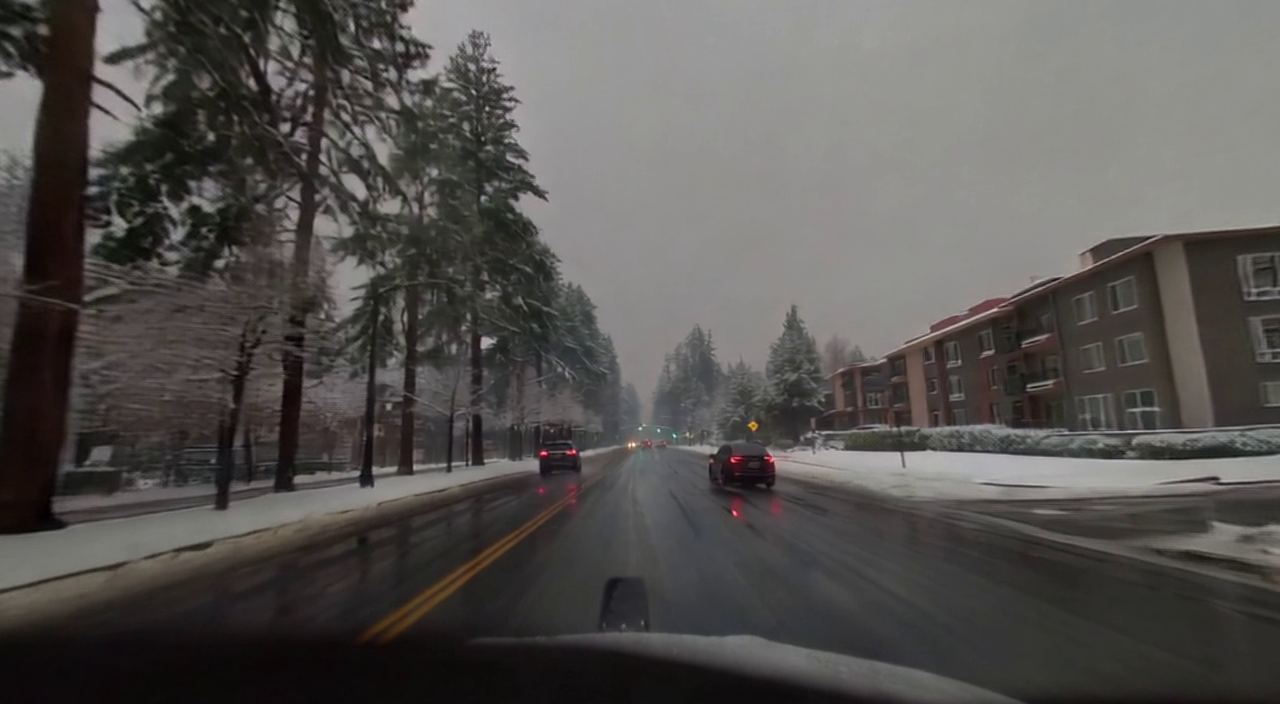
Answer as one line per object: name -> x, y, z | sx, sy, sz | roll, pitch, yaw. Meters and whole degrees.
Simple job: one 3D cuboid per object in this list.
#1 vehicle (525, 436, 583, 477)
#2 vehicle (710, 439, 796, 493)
vehicle -> -4.058, 5.026, 30.548 | 2.216, 1.828, 4.886 | 0, -8, -1
vehicle -> 3.462, 3.578, 20.146 | 1.945, 1.530, 4.320 | 0, -8, 0
